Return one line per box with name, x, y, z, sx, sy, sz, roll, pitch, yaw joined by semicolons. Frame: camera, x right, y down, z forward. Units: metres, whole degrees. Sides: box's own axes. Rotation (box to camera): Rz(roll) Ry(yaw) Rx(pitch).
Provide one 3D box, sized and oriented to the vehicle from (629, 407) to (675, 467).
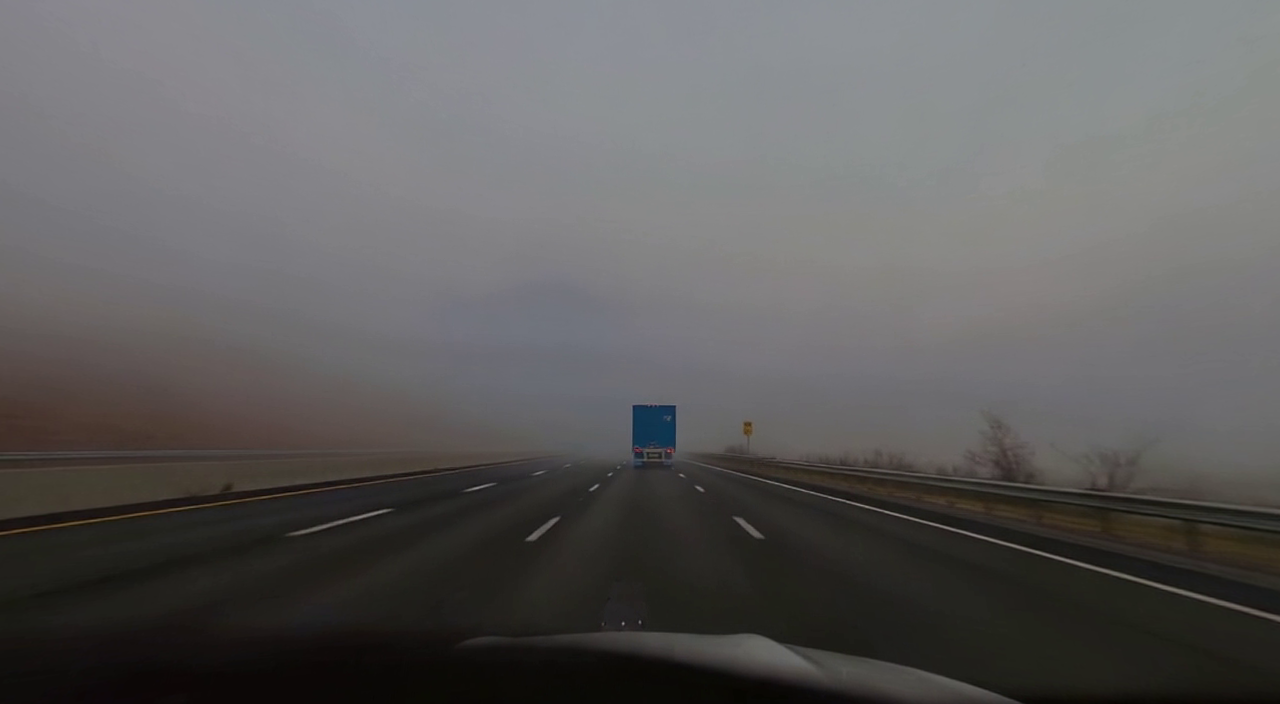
vehicle;0.730;6.595;48.047;3.055;4.009;10.972;0;-9;-1
